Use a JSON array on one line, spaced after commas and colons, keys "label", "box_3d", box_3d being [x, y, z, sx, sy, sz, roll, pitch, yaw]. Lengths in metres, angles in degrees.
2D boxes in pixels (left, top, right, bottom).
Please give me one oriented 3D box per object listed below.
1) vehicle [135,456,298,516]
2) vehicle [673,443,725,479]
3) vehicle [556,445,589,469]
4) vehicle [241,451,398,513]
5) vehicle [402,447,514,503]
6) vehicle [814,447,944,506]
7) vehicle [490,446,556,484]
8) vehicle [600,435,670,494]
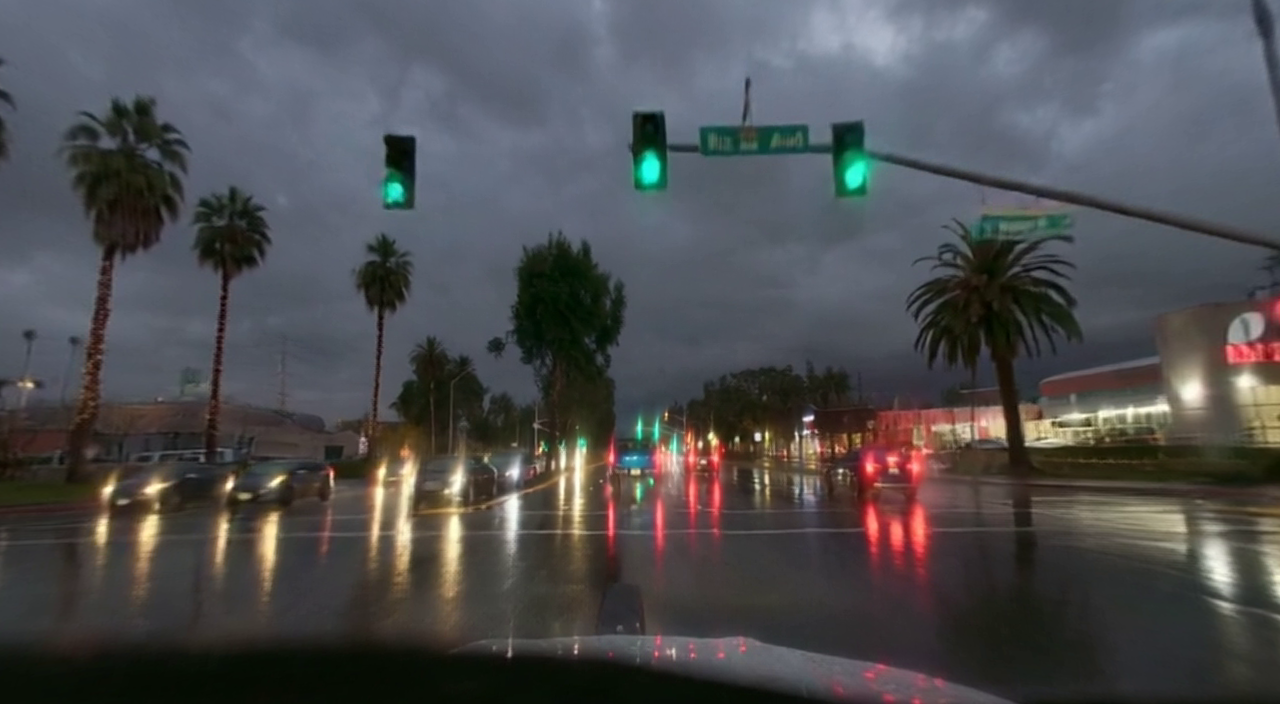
[{"label": "vehicle", "box_3d": [-11.957, 3.774, 18.259, 1.850, 1.414, 4.184, 0, -8, -1]}, {"label": "vehicle", "box_3d": [2.900, 5.497, 32.227, 2.112, 1.710, 4.234, 0, -8, -2]}, {"label": "vehicle", "box_3d": [-5.164, 8.098, 49.060, 2.160, 1.769, 4.494, 0, -8, -1]}, {"label": "vehicle", "box_3d": [-8.625, 3.498, 17.525, 2.061, 1.415, 4.289, 0, -8, 1]}, {"label": "vehicle", "box_3d": [-5.254, 3.584, 18.882, 2.030, 1.441, 4.324, 0, -8, 0]}, {"label": "vehicle", "box_3d": [6.653, 3.474, 18.181, 1.944, 1.447, 4.309, 0, -8, -2]}, {"label": "vehicle", "box_3d": [-5.131, 5.002, 28.322, 2.036, 1.541, 4.107, -1, -8, 2]}, {"label": "vehicle", "box_3d": [-0.190, 3.752, 21.514, 2.151, 1.787, 4.109, 0, -8, -1]}]
